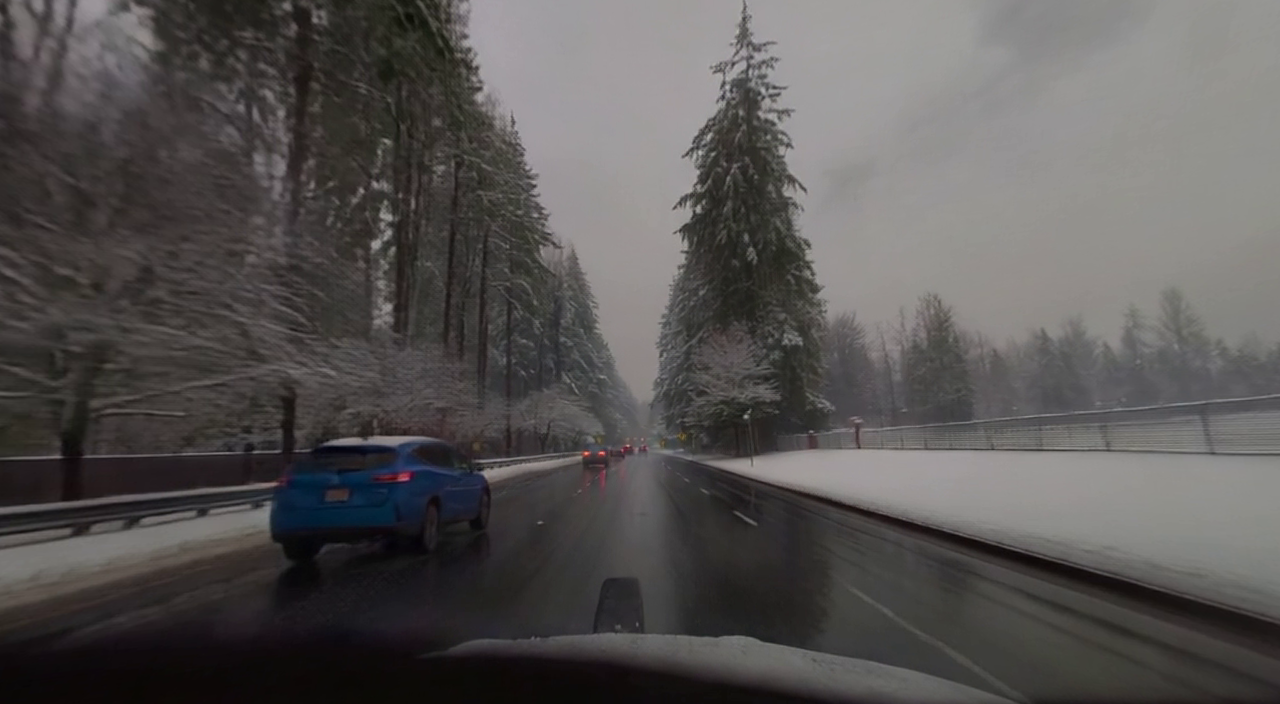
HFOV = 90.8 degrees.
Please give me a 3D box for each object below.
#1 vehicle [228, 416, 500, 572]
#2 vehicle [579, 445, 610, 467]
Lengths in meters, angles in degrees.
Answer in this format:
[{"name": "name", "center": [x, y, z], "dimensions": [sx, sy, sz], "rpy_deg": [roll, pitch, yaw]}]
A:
[{"name": "vehicle", "center": [-3.498, 1.876, 9.164], "dimensions": [1.919, 1.650, 4.546], "rpy_deg": [0, -8, -1]}, {"name": "vehicle", "center": [-3.152, 7.363, 44.943], "dimensions": [1.870, 1.431, 4.317], "rpy_deg": [0, -8, 0]}]
